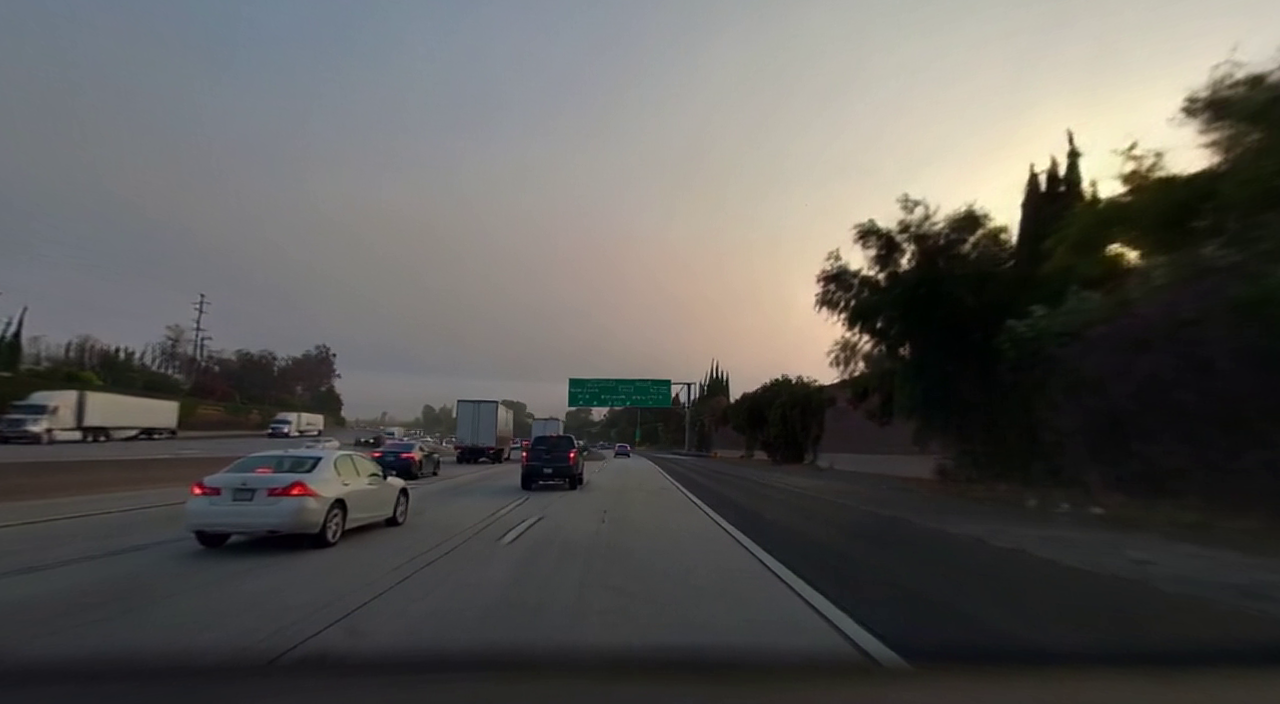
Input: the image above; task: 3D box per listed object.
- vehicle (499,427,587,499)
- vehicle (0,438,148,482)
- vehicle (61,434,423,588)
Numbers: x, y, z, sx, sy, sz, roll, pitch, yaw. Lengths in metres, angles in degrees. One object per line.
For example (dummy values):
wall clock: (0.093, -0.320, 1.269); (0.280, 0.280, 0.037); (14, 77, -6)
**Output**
vehicle: (-2.659, 3.193, 18.642); (2.093, 1.785, 5.303); (0, -8, -4)
vehicle: (-21.624, 4.092, 24.277); (1.968, 1.477, 4.594); (0, -8, -3)
vehicle: (-4.598, 1.859, 8.404); (1.932, 1.445, 4.625); (0, -8, -2)
